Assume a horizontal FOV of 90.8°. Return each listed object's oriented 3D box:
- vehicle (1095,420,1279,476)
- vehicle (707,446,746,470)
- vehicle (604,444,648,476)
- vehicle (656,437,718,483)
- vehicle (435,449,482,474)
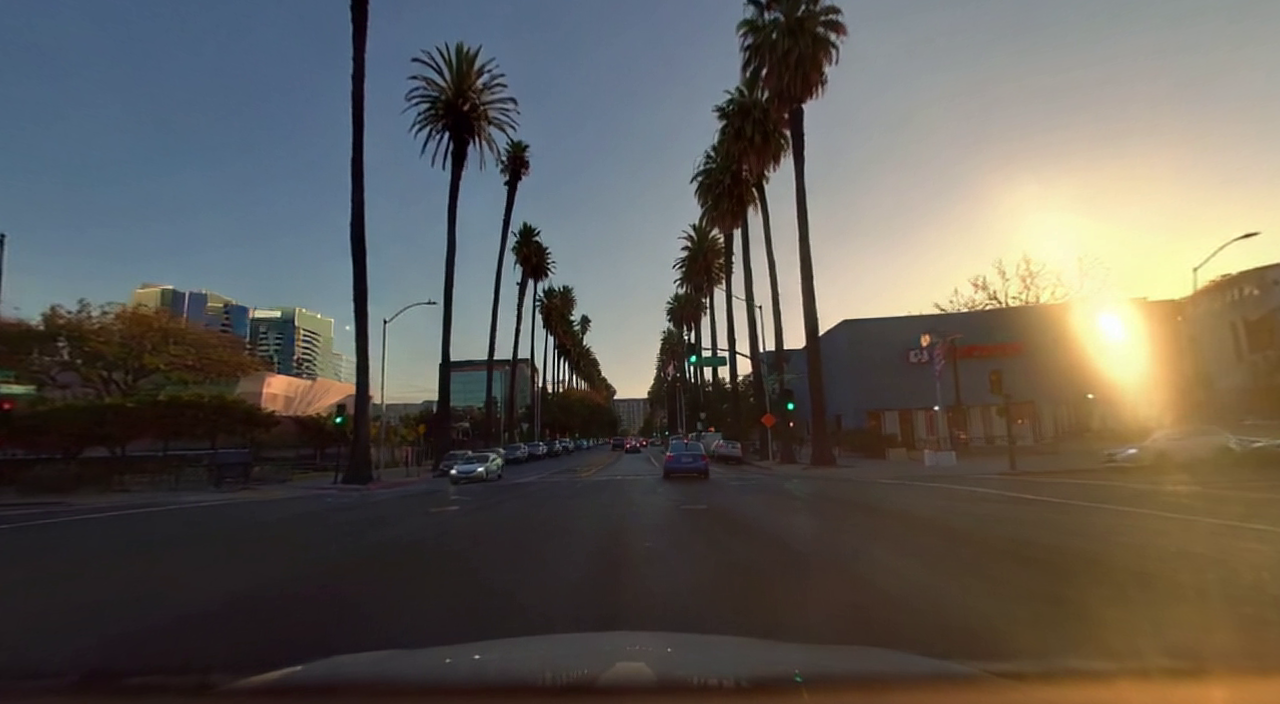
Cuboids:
[{"bbox_3d":[17.698,3.112,20.508,4.277,1.665,2.006,0,-9,-1],"label":"vehicle"},{"bbox_3d":[5.699,6.995,41.946,1.860,1.479,4.676,0,-9,-1],"label":"vehicle"},{"bbox_3d":[-0.747,5.459,32.190,2.088,1.452,3.993,0,-9,-2],"label":"vehicle"},{"bbox_3d":[1.824,4.395,25.970,2.003,1.702,4.288,0,-9,-3],"label":"vehicle"},{"bbox_3d":[-13.547,8.195,47.418,2.084,1.747,4.481,-1,-9,1],"label":"vehicle"}]
